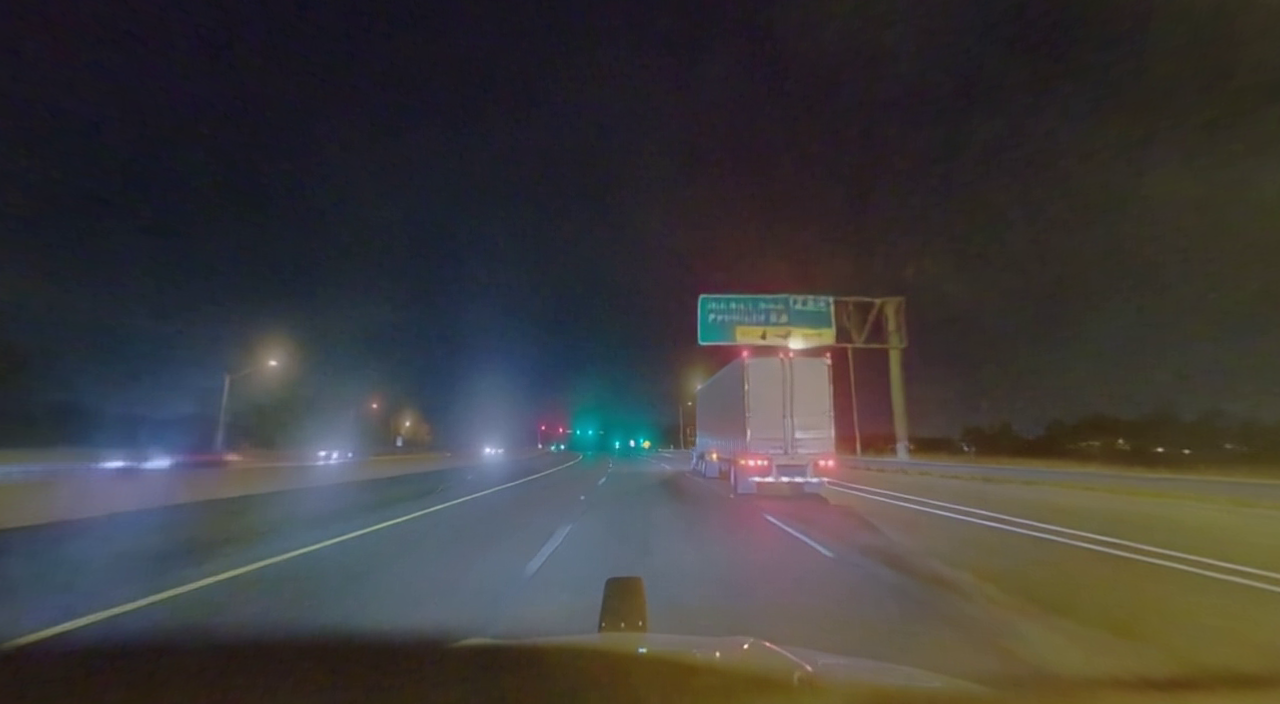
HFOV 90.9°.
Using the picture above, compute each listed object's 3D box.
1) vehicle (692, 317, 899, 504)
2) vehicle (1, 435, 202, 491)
[{"bbox_3d":[4.201,2.571,23.252,2.932,4.205,18.253,0,-8,0],"label":"vehicle"},{"bbox_3d":[-17.342,3.572,20.758,2.313,1.600,4.867,0,-8,0],"label":"vehicle"}]
